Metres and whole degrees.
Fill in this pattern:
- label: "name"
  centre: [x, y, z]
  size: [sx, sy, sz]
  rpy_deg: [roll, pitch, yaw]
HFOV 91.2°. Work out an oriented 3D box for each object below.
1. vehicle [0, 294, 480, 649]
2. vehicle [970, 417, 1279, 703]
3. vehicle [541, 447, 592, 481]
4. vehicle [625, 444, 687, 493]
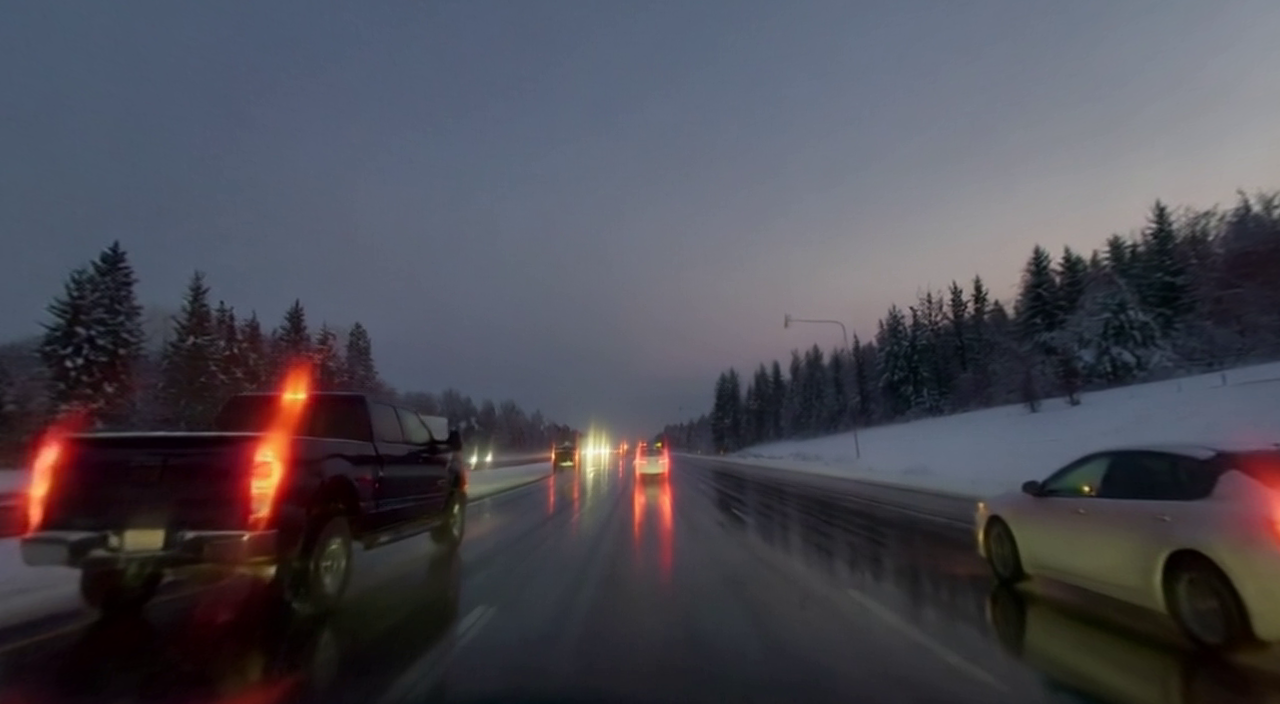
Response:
- label: "vehicle"
  centre: [-3.951, 1.255, 7.397]
  size: [2.523, 2.458, 6.022]
  rpy_deg: [0, -9, 0]
- label: "vehicle"
  centre: [4.331, 1.242, 4.242]
  size: [1.961, 1.491, 4.035]
  rpy_deg: [0, -9, 0]
- label: "vehicle"
  centre: [-3.535, 5.452, 30.783]
  size: [1.940, 1.502, 4.463]
  rpy_deg: [0, -9, 0]
- label: "vehicle"
  centre: [0.492, 4.095, 22.339]
  size: [2.015, 1.526, 4.286]
  rpy_deg: [0, -9, -1]
